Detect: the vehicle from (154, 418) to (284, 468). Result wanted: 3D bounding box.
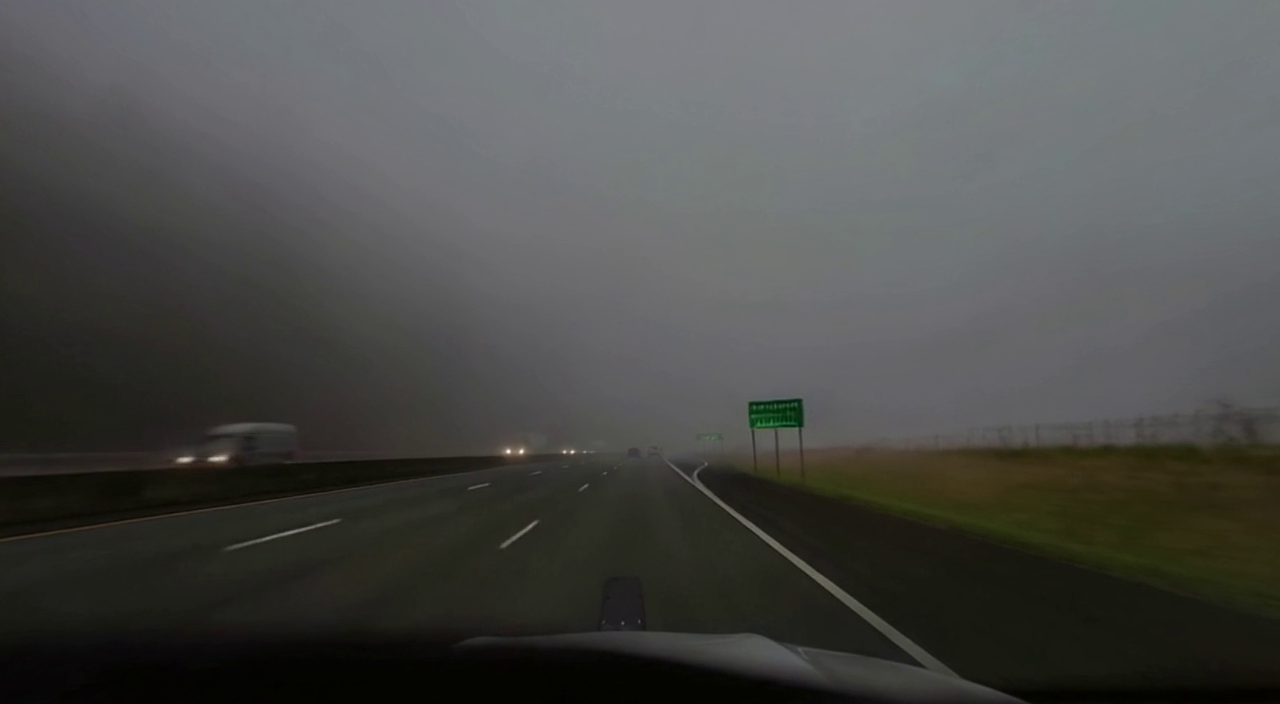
[{"bbox_3d":[-19.334,4.271,29.368,2.257,2.085,5.396,0,-9,1],"label":"vehicle"}]
